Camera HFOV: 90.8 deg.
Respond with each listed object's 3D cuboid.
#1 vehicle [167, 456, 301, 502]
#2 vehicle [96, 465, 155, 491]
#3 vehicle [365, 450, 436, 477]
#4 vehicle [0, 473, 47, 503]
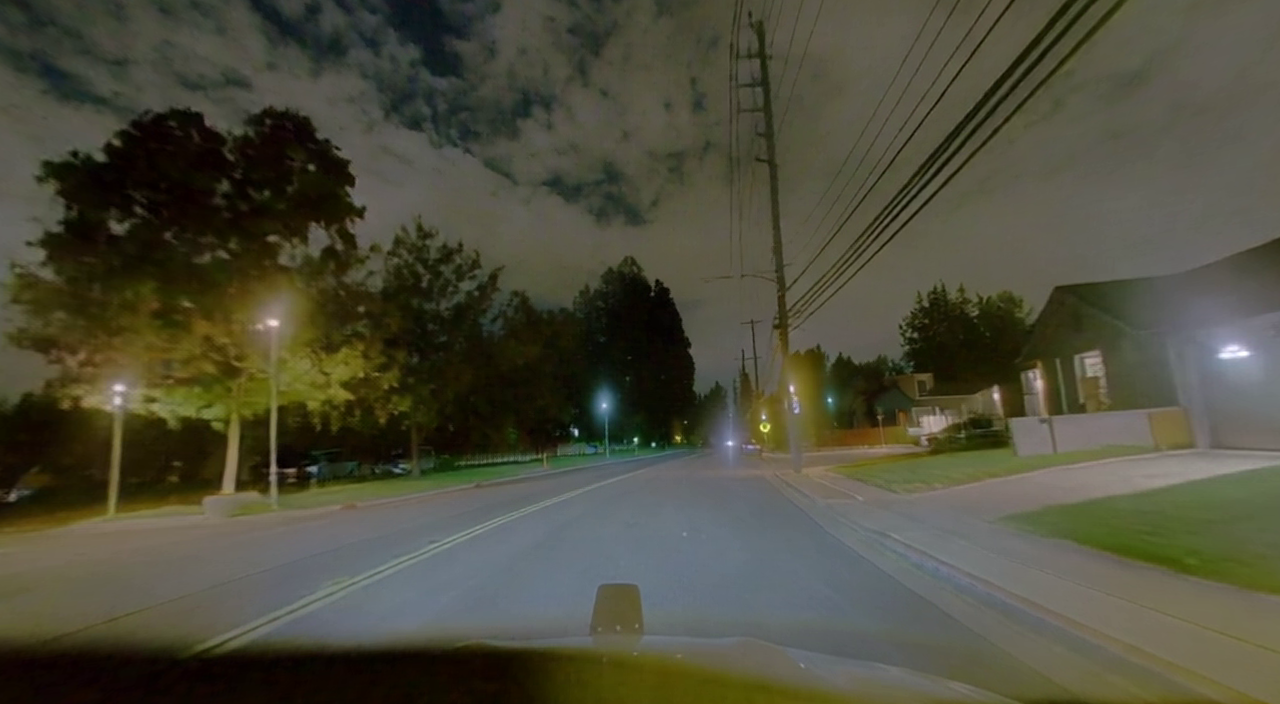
[{"bbox_3d":[-17.417,5.443,27.415,4.675,1.442,1.906,-1,-8,-25],"label":"vehicle"},{"bbox_3d":[-35.367,8.594,43.408,4.478,1.533,2.018,-7,-11,37],"label":"vehicle"},{"bbox_3d":[-15.306,7.151,40.540,4.123,1.603,1.906,3,-9,-18],"label":"vehicle"},{"bbox_3d":[-37.853,8.134,37.987,4.305,1.465,1.903,-5,-10,30],"label":"vehicle"}]
